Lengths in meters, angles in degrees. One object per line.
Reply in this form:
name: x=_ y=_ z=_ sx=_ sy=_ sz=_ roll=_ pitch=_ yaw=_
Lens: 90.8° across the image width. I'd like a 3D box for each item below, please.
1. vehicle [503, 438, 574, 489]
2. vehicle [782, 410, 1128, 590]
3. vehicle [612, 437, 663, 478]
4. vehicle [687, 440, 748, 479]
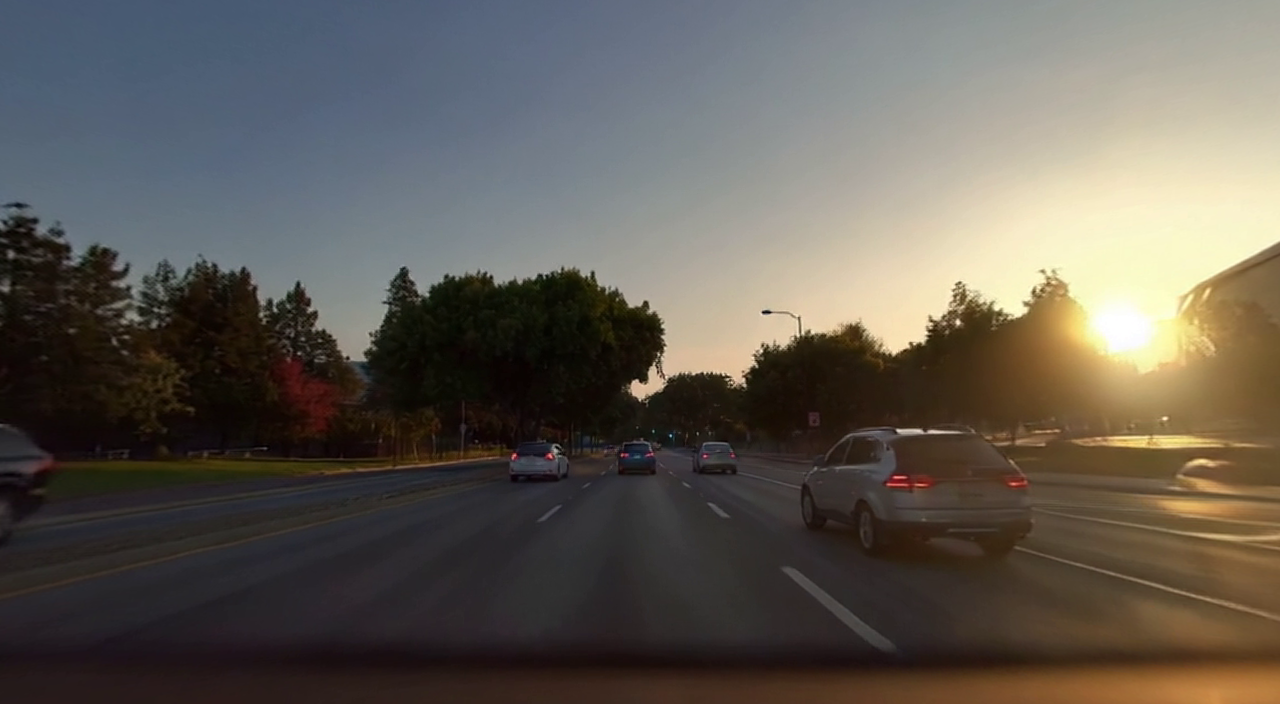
vehicle: x=-3.482 y=3.898 z=22.373 sx=1.823 sy=1.602 sz=4.061 roll=0 pitch=-8 yaw=0
vehicle: x=3.467 y=1.718 z=8.292 sx=2.069 sy=1.644 sz=4.714 roll=0 pitch=-8 yaw=0
vehicle: x=-0.155 y=4.750 z=28.737 sx=2.150 sy=1.725 sz=4.096 roll=0 pitch=-8 yaw=-1
vehicle: x=3.285 y=4.676 z=27.685 sx=2.068 sy=1.541 sz=4.041 roll=0 pitch=-8 yaw=-1
